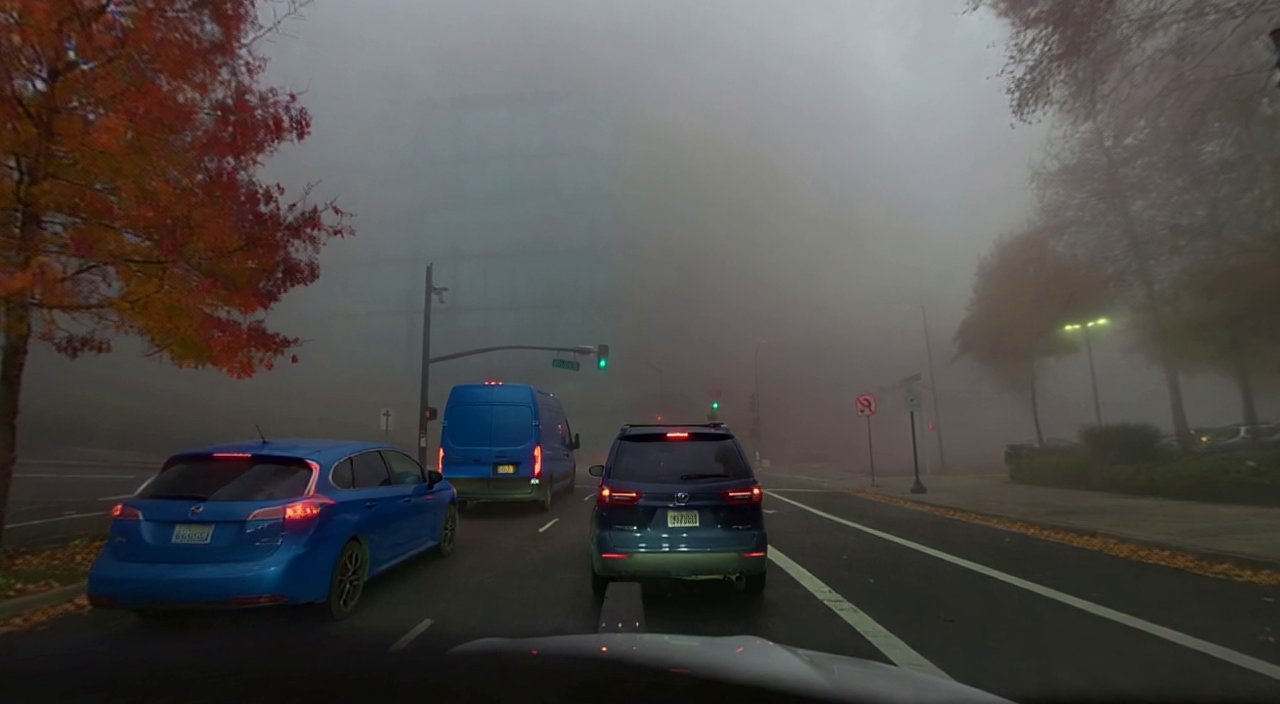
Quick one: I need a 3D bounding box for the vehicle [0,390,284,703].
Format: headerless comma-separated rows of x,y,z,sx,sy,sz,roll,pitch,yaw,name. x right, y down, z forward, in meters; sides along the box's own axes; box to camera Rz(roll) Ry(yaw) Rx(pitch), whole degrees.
-2.901,0.814,1.507,1.893,1.491,3.798,0,-9,-1,vehicle

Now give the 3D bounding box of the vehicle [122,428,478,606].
-3.482,1.757,7.577,1.955,1.499,4.223,0,-9,0,vehicle

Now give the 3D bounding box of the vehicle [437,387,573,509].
-3.251,2.536,16.601,2.343,2.635,5.684,0,-9,0,vehicle

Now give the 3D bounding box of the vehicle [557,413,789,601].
0.197,1.600,7.220,1.979,1.562,3.630,0,-9,-3,vehicle
